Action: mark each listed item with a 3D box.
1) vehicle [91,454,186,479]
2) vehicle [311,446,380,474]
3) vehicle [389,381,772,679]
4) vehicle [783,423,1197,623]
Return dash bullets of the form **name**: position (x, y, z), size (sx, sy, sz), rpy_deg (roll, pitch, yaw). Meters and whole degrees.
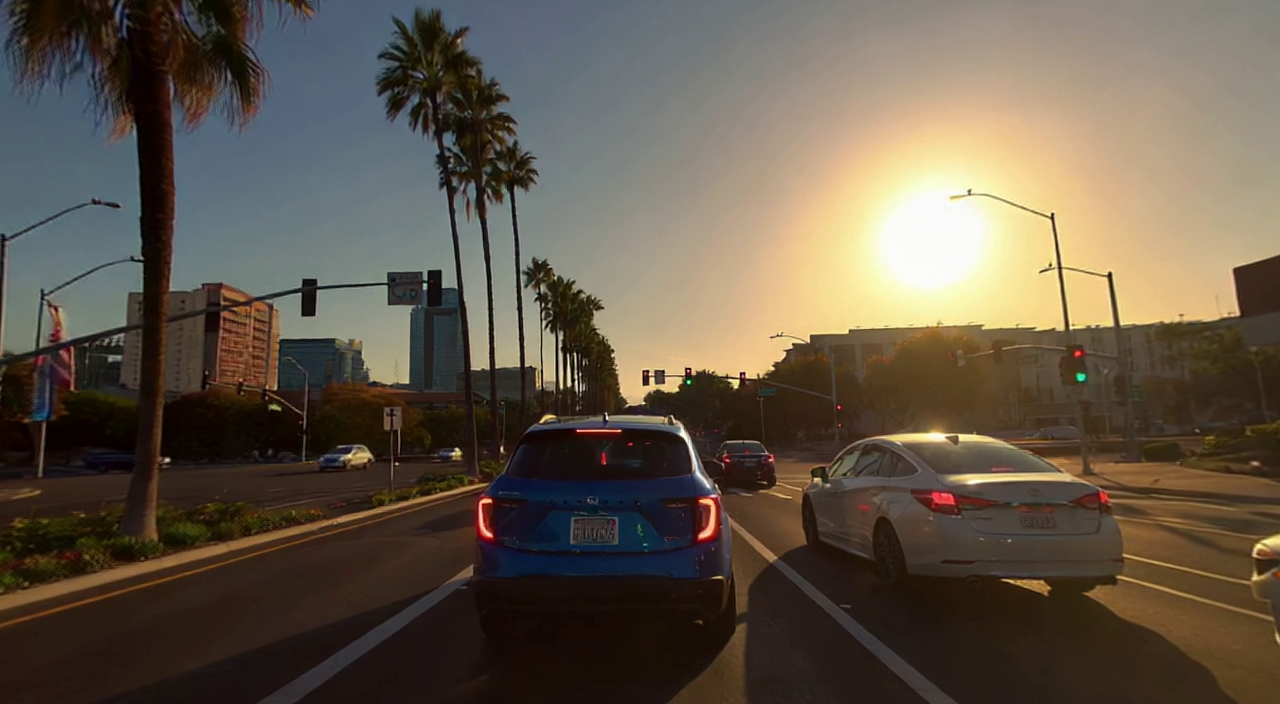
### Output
- **vehicle**: position (-37.541, 8.542, 47.086), size (5.347, 1.785, 2.123), rpy_deg (0, -9, 1)
- **vehicle**: position (-19.888, 7.274, 42.730), size (2.119, 1.786, 5.252), rpy_deg (0, -9, 0)
- **vehicle**: position (-0.338, 1.316, 5.692), size (2.172, 1.694, 4.055), rpy_deg (0, -8, 0)
- **vehicle**: position (3.118, 1.608, 6.967), size (1.971, 1.473, 4.495), rpy_deg (0, -8, 0)
